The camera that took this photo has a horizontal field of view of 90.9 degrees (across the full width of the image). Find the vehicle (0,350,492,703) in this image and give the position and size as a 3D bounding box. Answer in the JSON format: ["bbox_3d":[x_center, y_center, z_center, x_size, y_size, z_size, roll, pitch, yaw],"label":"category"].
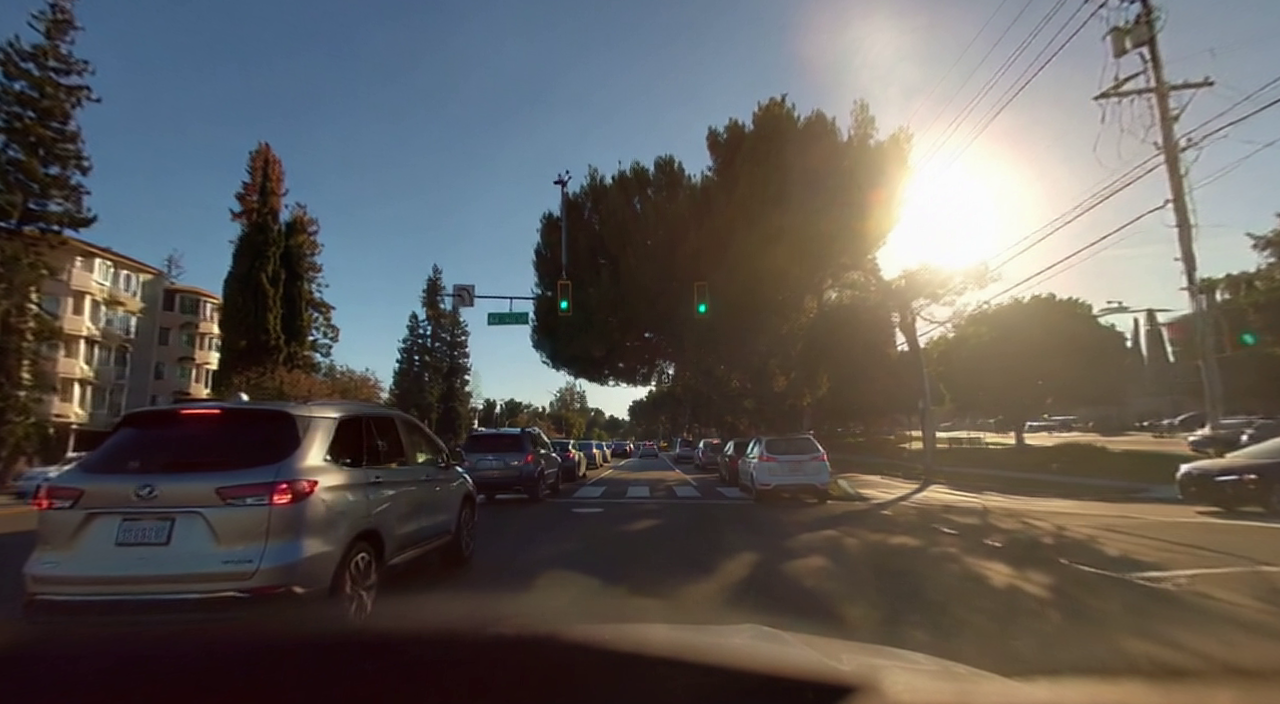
[{"bbox_3d":[-2.881,1.176,5.288,2.127,1.754,4.287,0,-8,2],"label":"vehicle"}]

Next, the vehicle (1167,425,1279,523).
[{"bbox_3d":[11.970,2.041,10.688,4.119,1.574,2.028,-4,-9,24],"label":"vehicle"}]

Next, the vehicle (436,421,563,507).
[{"bbox_3d":[-3.137,2.617,15.116,1.958,1.744,4.315,0,-8,1],"label":"vehicle"}]

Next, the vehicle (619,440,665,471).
[{"bbox_3d":[0.096,5.299,32.471,2.185,1.515,4.215,0,-8,0],"label":"vehicle"}]

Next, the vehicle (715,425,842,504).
[{"bbox_3d":[3.359,2.855,16.396,2.201,1.734,4.564,0,-8,-1],"label":"vehicle"}]
